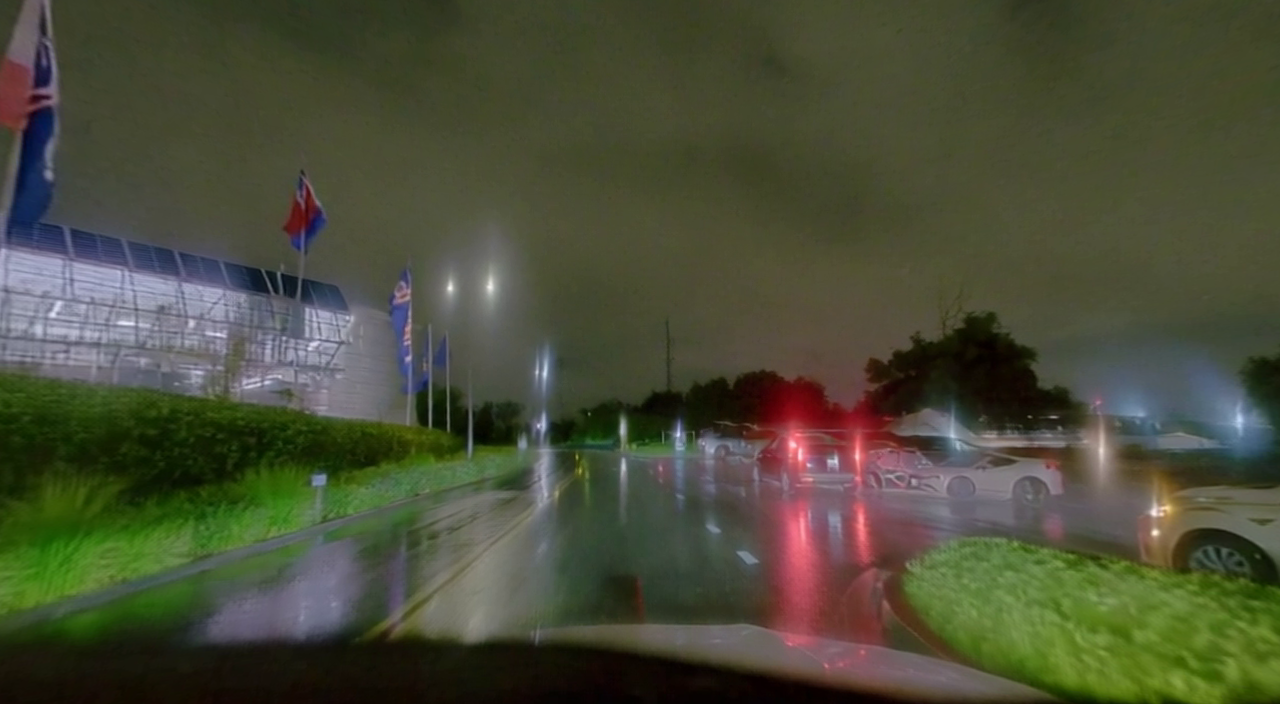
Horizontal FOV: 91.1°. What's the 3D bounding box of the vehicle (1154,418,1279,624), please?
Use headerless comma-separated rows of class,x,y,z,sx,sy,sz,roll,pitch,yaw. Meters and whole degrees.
vehicle,7.555,1.470,5.170,2.113,1.945,4.546,3,-9,-19

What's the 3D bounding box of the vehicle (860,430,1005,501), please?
vehicle,8.029,3.161,17.846,1.924,1.713,4.627,-1,-9,1

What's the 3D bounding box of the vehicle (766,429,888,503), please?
vehicle,5.235,3.243,18.303,1.977,1.860,4.237,0,-9,-4

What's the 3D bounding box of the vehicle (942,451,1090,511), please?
vehicle,10.541,3.601,18.014,1.819,1.494,3.834,0,-9,0
